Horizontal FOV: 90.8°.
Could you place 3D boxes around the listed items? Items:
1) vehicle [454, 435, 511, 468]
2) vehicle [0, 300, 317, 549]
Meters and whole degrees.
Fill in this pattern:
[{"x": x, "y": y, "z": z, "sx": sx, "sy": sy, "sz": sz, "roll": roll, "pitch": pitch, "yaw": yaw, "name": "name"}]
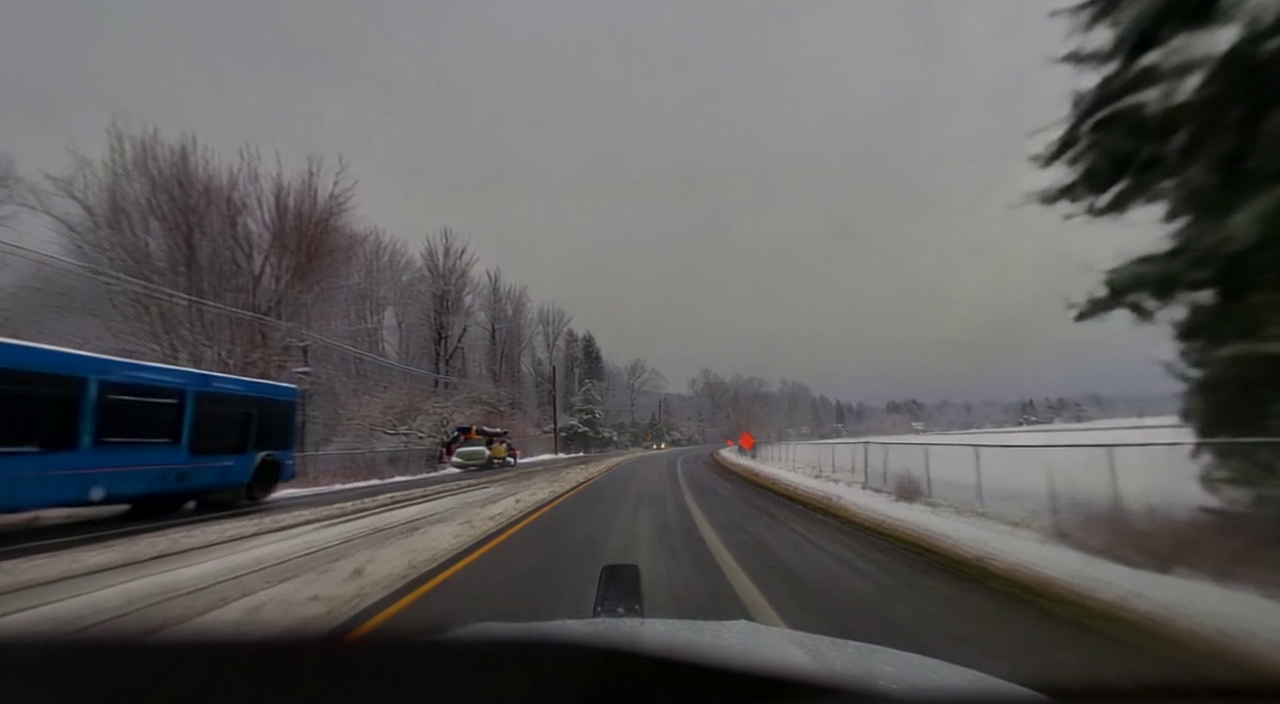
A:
[{"x": -10.775, "y": 6.819, "z": 43.706, "sx": 2.244, "sy": 2.022, "sz": 6.102, "roll": -3, "pitch": -8, "yaw": 1, "name": "vehicle"}, {"x": -10.693, "y": 1.440, "z": 11.602, "sx": 3.092, "sy": 3.562, "sz": 12.230, "roll": -4, "pitch": -7, "yaw": 1, "name": "vehicle"}]
